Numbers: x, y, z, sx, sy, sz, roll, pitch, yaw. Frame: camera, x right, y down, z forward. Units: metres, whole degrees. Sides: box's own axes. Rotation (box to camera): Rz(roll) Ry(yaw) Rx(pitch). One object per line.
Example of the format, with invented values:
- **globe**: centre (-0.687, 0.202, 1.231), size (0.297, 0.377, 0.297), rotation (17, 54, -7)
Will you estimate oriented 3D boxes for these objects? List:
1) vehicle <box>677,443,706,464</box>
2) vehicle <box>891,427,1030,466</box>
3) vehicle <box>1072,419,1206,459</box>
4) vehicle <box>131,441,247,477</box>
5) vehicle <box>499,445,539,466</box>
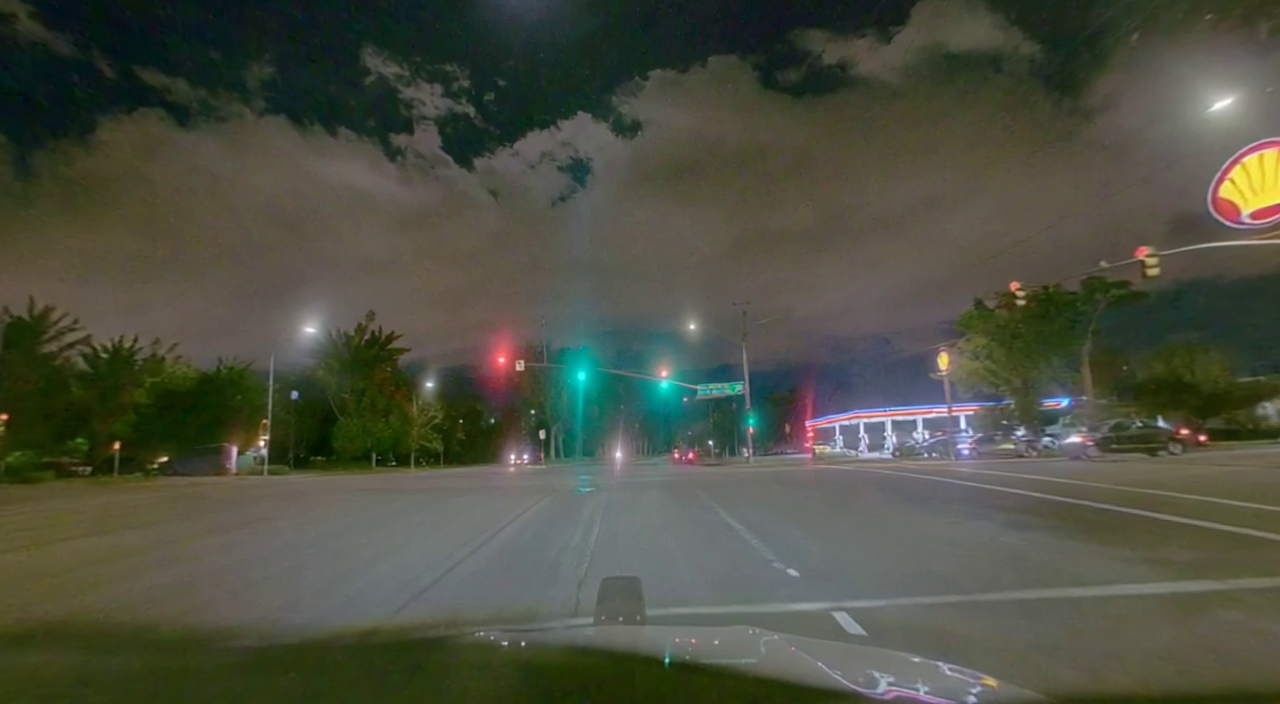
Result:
- **vehicle**: centre (3.790, 7.556, 47.208), size (1.908, 1.492, 3.977), rotation (0, -9, 1)
- **vehicle**: centre (13.172, 3.917, 26.214), size (4.605, 1.497, 2.061), rotation (0, -9, 0)
- **vehicle**: centre (20.445, 3.592, 25.980), size (4.002, 1.544, 1.820), rotation (0, -9, -4)
- **vehicle**: centre (-33.374, 7.950, 46.928), size (6.708, 2.544, 2.452), rotation (0, -9, 1)
- **vehicle**: centre (-9.279, 7.990, 48.810), size (2.023, 1.498, 4.605), rotation (-1, -9, 3)
